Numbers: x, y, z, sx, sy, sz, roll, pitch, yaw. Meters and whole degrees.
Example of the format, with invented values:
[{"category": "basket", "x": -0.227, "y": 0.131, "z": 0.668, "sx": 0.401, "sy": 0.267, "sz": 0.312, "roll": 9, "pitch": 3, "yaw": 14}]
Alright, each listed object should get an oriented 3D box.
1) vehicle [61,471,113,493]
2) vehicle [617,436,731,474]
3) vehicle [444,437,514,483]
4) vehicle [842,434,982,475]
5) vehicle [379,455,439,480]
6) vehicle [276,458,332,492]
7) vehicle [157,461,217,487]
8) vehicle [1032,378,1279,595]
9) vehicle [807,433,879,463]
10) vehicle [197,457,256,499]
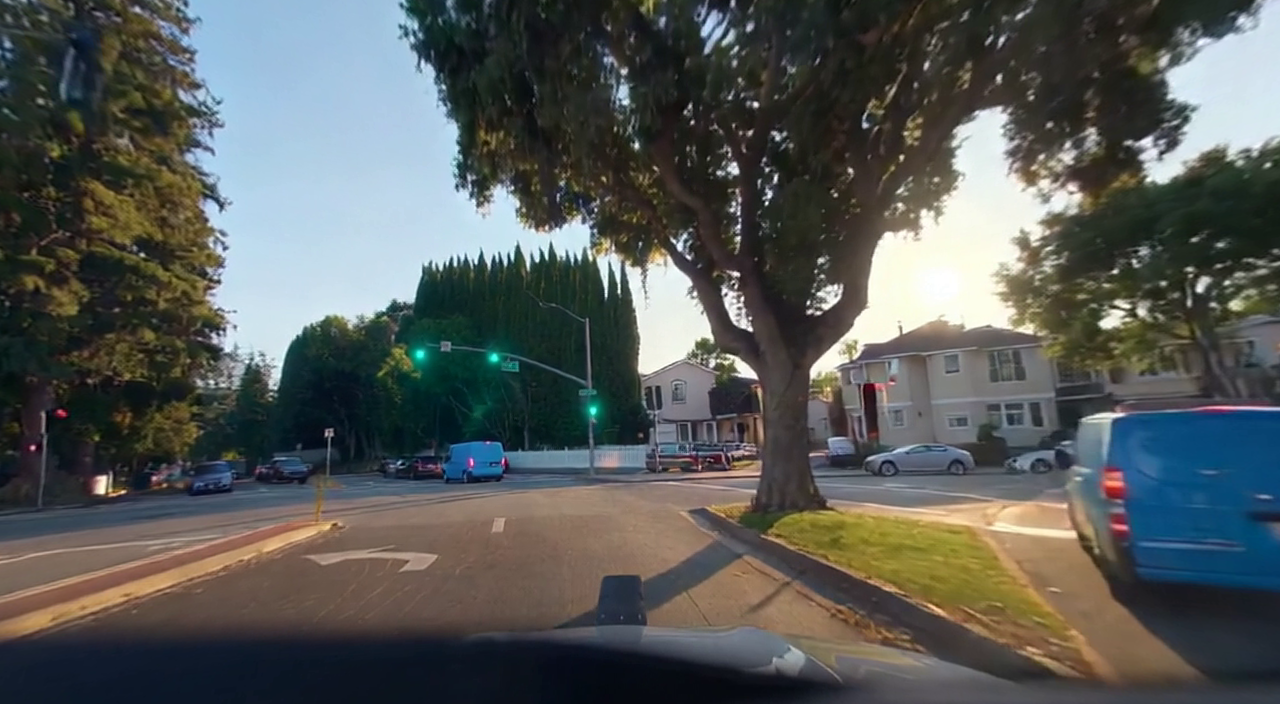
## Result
[{"category": "vehicle", "x": -43.520, "y": 10.186, "z": 49.682, "sx": 4.290, "sy": 1.497, "sz": 2.093, "roll": -8, "pitch": -10, "yaw": 35}, {"category": "vehicle", "x": 1.908, "y": 5.923, "z": 36.455, "sx": 6.104, "sy": 2.026, "sz": 2.514, "roll": -5, "pitch": -10, "yaw": 31}, {"category": "vehicle", "x": -8.331, "y": 5.474, "z": 32.353, "sx": 2.213, "sy": 2.124, "sz": 4.809, "roll": 5, "pitch": -10, "yaw": -29}, {"category": "vehicle", "x": 10.324, "y": 3.946, "z": 24.350, "sx": 4.509, "sy": 1.481, "sz": 2.027, "roll": -2, "pitch": -9, "yaw": 9}, {"category": "vehicle", "x": -14.988, "y": 7.427, "z": 40.829, "sx": 2.008, "sy": 1.445, "sz": 4.386, "roll": 8, "pitch": -12, "yaw": -43}, {"category": "vehicle", "x": -17.147, "y": 6.195, "z": 32.126, "sx": 1.952, "sy": 1.461, "sz": 4.377, "roll": 6, "pitch": -10, "yaw": -34}, {"category": "vehicle", "x": -34.517, "y": 9.259, "z": 48.063, "sx": 5.175, "sy": 1.791, "sz": 2.008, "roll": -7, "pitch": -10, "yaw": 34}, {"category": "vehicle", "x": 6.185, "y": 1.427, "z": 7.368, "sx": 2.133, "sy": 1.821, "sz": 4.254, "roll": -4, "pitch": -9, "yaw": 25}, {"category": "vehicle", "x": 13.807, "y": 6.497, "z": 43.018, "sx": 4.268, "sy": 1.765, "sz": 1.989, "roll": -4, "pitch": -5, "yaw": 29}, {"category": "vehicle", "x": -20.253, "y": 6.088, "z": 30.855, "sx": 2.078, "sy": 1.783, "sz": 4.670, "roll": 6, "pitch": -10, "yaw": -35}]
